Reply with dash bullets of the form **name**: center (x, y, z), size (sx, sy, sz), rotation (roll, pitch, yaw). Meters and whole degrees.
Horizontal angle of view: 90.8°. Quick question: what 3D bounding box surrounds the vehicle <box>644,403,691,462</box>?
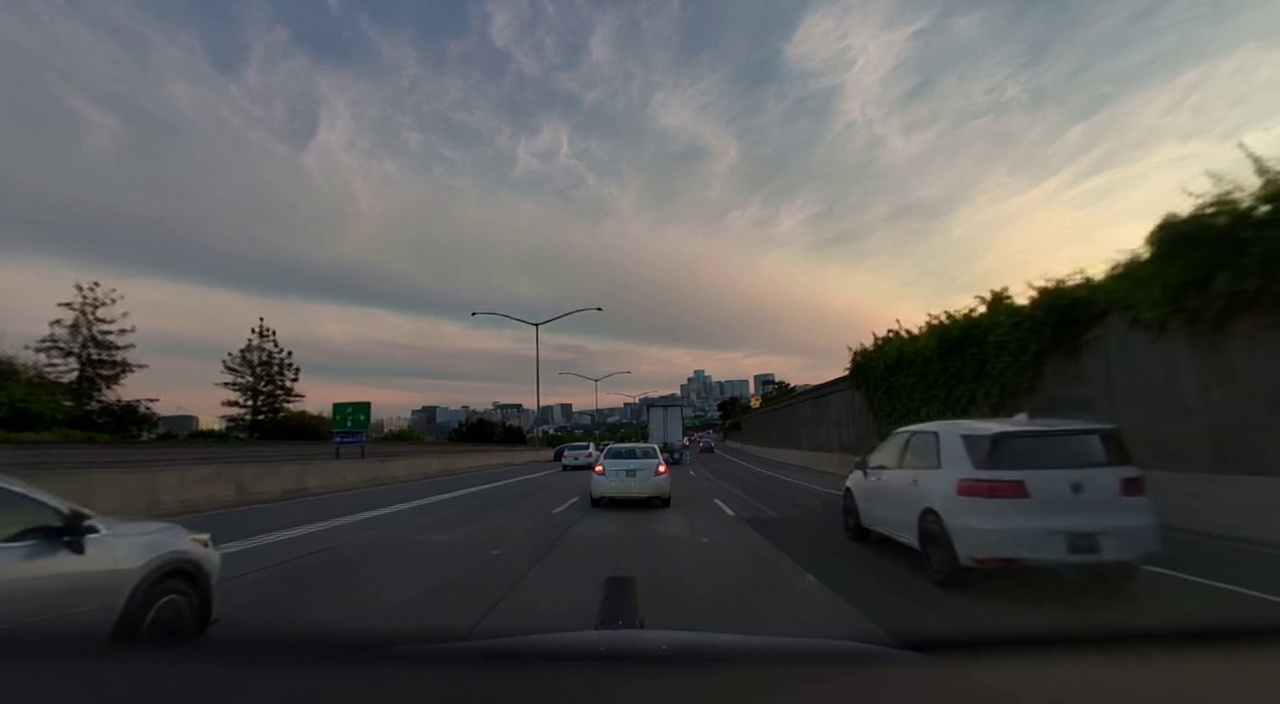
- **vehicle**: center (2.344, 6.395, 49.206), size (2.990, 4.072, 10.706), rotation (-1, -9, 6)

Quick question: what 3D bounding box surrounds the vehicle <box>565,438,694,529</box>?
- **vehicle**: center (-0.135, 2.493, 12.524), size (2.136, 1.470, 3.971), rotation (-1, -9, 1)

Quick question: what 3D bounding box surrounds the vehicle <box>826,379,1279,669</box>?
- **vehicle**: center (3.576, 1.341, 6.043), size (2.166, 1.666, 4.618), rotation (0, -9, 0)

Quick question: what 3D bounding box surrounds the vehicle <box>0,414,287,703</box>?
- **vehicle**: center (-3.786, 0.942, 2.203), size (2.130, 1.474, 5.027), rotation (-1, -9, 1)
